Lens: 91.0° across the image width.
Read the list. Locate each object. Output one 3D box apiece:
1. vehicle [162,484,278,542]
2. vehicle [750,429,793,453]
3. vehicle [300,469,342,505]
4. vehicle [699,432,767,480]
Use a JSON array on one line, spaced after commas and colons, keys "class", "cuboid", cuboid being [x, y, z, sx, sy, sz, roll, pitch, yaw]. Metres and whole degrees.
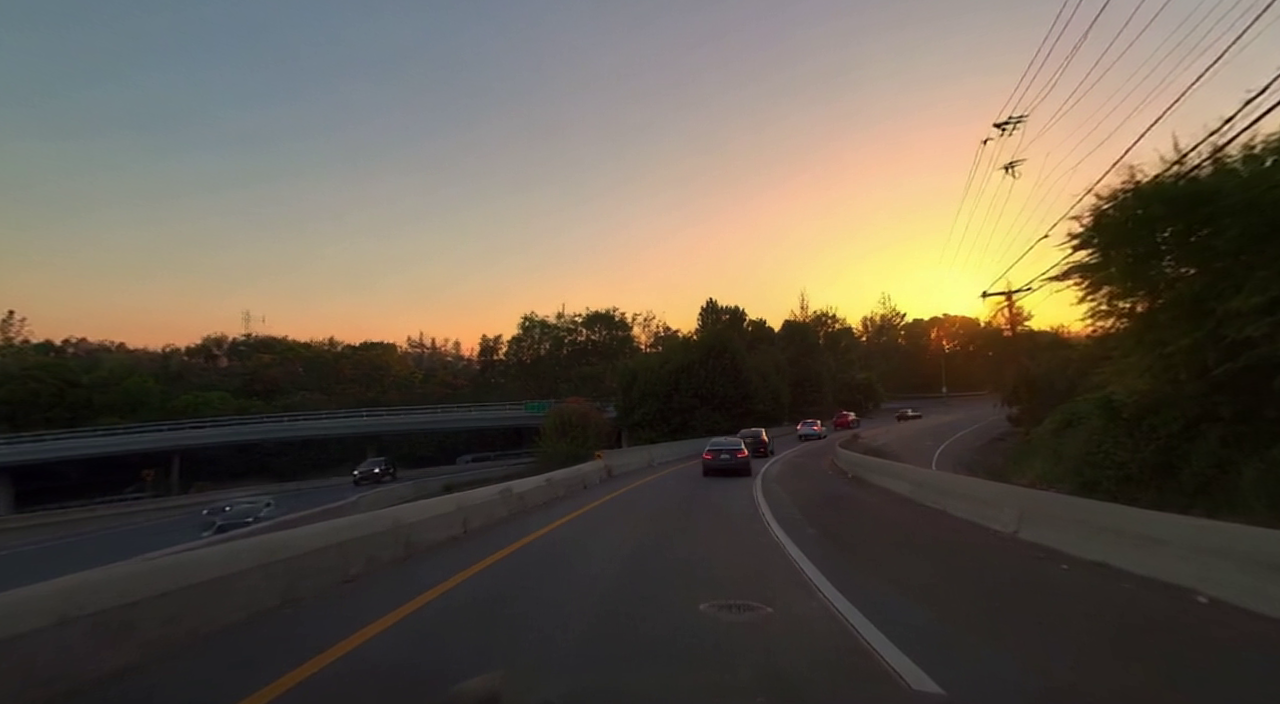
[{"class": "vehicle", "cuboid": [-13.905, 5.290, 21.126, 1.781, 1.443, 3.939, 1, -8, -11]}, {"class": "vehicle", "cuboid": [8.635, 5.853, 41.165, 2.078, 1.474, 4.165, -3, -9, 20]}, {"class": "vehicle", "cuboid": [-17.196, 7.227, 33.992, 1.879, 1.449, 4.002, -2, -7, -26]}, {"class": "vehicle", "cuboid": [3.356, 3.604, 22.048, 2.091, 1.482, 4.321, -2, -8, 11]}]
